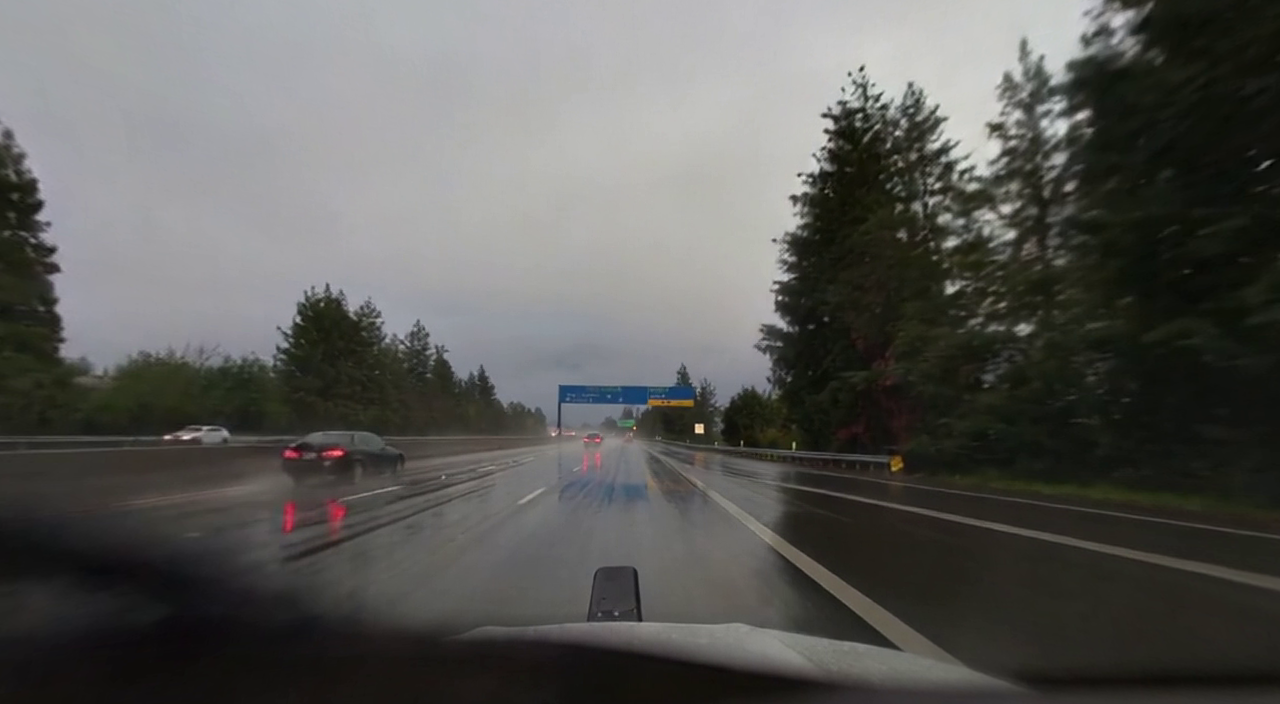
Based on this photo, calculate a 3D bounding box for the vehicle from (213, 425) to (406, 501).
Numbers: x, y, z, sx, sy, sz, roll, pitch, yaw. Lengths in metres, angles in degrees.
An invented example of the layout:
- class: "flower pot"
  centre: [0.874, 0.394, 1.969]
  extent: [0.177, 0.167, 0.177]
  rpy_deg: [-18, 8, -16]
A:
- class: "vehicle"
  centre: [-7.950, 2.694, 15.932]
  extent: [2.092, 1.574, 5.251]
  rpy_deg: [0, -8, 0]
